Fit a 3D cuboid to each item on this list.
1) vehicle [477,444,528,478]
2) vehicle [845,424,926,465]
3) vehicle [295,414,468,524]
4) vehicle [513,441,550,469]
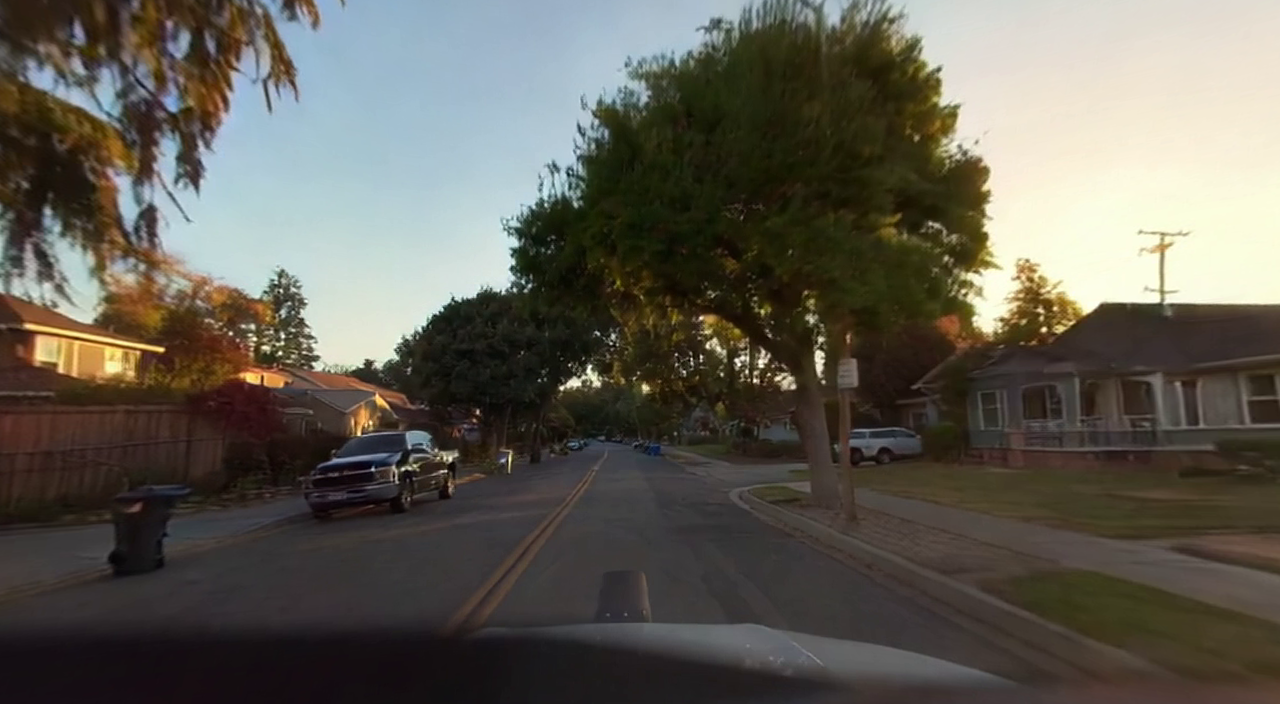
[{"bbox_3d":[-7.478,5.944,34.652,1.945,1.530,4.430,-4,-7,-4],"label":"vehicle"},{"bbox_3d":[11.954,4.509,31.093,1.936,1.687,4.714,-4,-7,-1],"label":"vehicle"},{"bbox_3d":[-6.686,2.961,17.291,2.223,2.115,5.707,5,-4,0],"label":"vehicle"},{"bbox_3d":[-8.181,7.758,47.810,2.169,1.871,4.762,-3,-7,-4],"label":"vehicle"}]
